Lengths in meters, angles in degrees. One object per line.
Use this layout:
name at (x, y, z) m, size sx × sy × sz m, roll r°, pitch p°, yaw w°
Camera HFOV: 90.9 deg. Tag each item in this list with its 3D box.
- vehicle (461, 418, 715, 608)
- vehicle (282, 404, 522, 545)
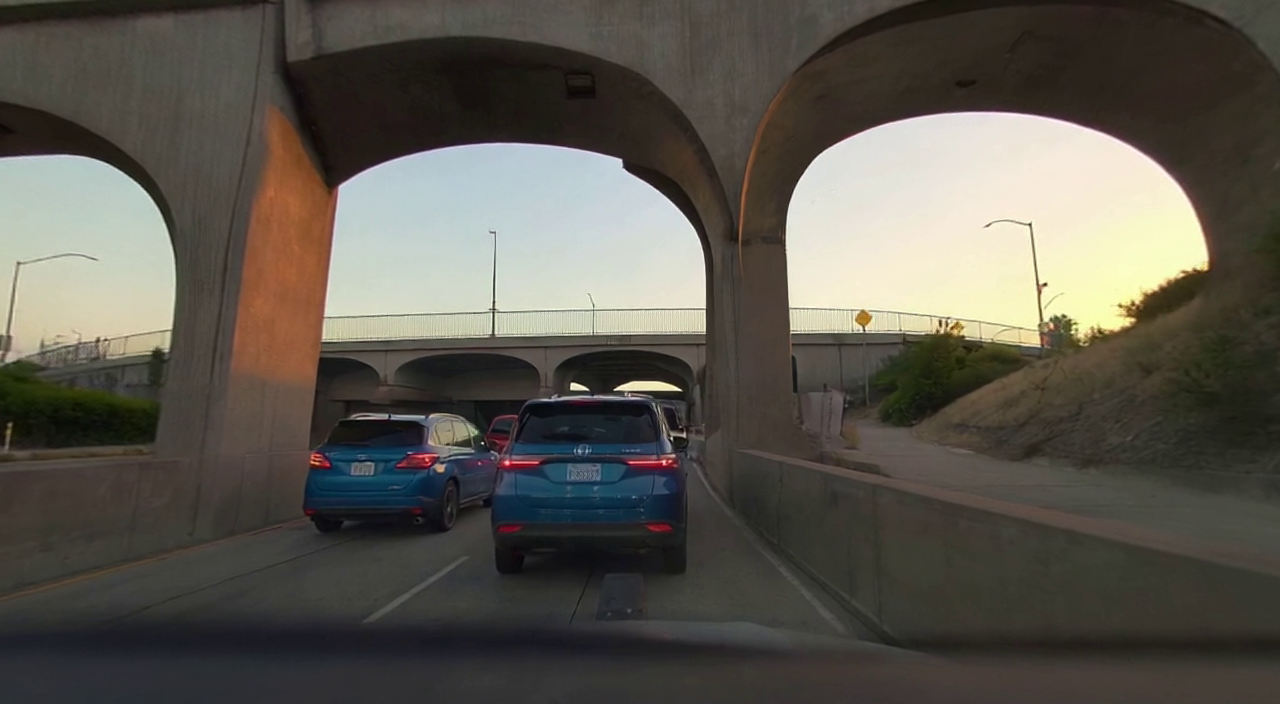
vehicle at (-0.301, 1.579, 7.106) m, size 2.020 × 1.478 × 4.092 m, roll -1°, pitch -8°, yaw 4°
vehicle at (-3.451, 1.895, 10.343) m, size 2.017 × 1.761 × 4.572 m, roll 0°, pitch -8°, yaw 2°
